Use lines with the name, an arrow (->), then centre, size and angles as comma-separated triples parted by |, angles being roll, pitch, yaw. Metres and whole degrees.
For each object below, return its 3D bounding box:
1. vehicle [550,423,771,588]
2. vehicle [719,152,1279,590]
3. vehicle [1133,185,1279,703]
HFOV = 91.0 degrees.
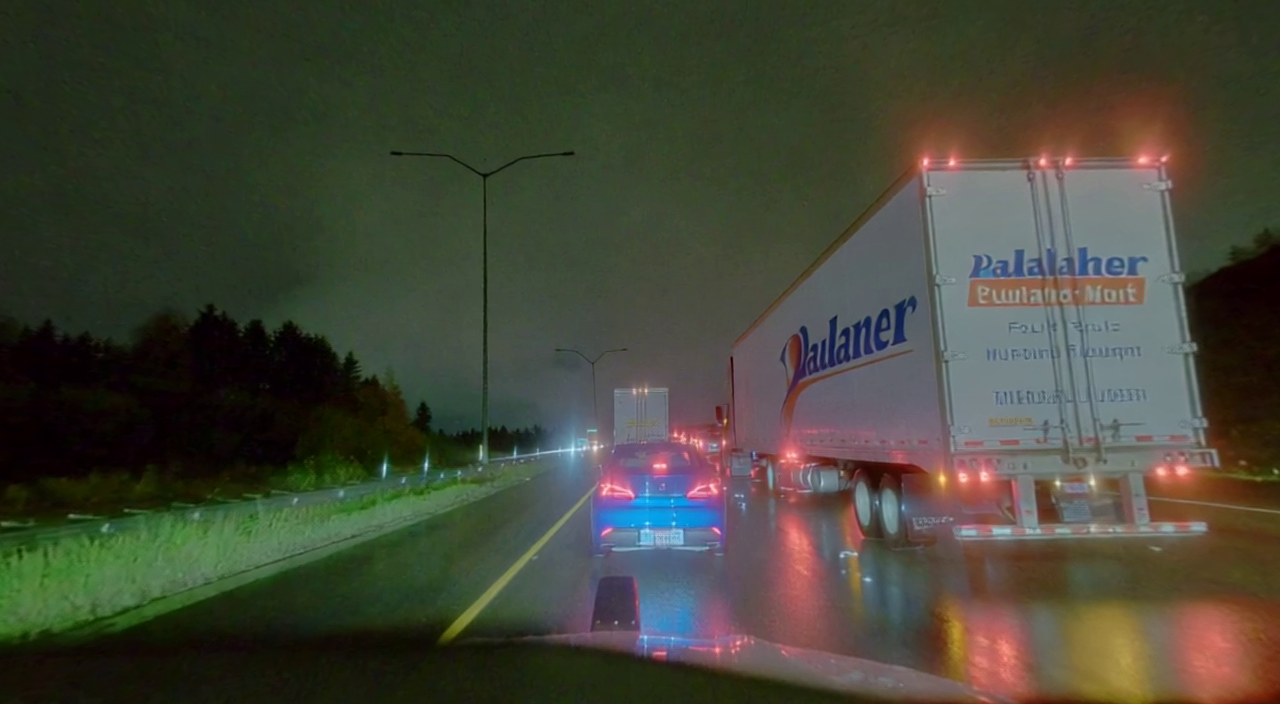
vehicle -> 0.174, 1.682, 7.700 | 2.045, 1.490, 3.597 | -1, -8, 0
vehicle -> 4.184, 1.073, 12.959 | 2.827, 4.081, 14.305 | 0, -8, -2
vehicle -> 4.734, 0.109, 0.631 | 2.892, 2.615, 6.650 | 0, -8, -2
